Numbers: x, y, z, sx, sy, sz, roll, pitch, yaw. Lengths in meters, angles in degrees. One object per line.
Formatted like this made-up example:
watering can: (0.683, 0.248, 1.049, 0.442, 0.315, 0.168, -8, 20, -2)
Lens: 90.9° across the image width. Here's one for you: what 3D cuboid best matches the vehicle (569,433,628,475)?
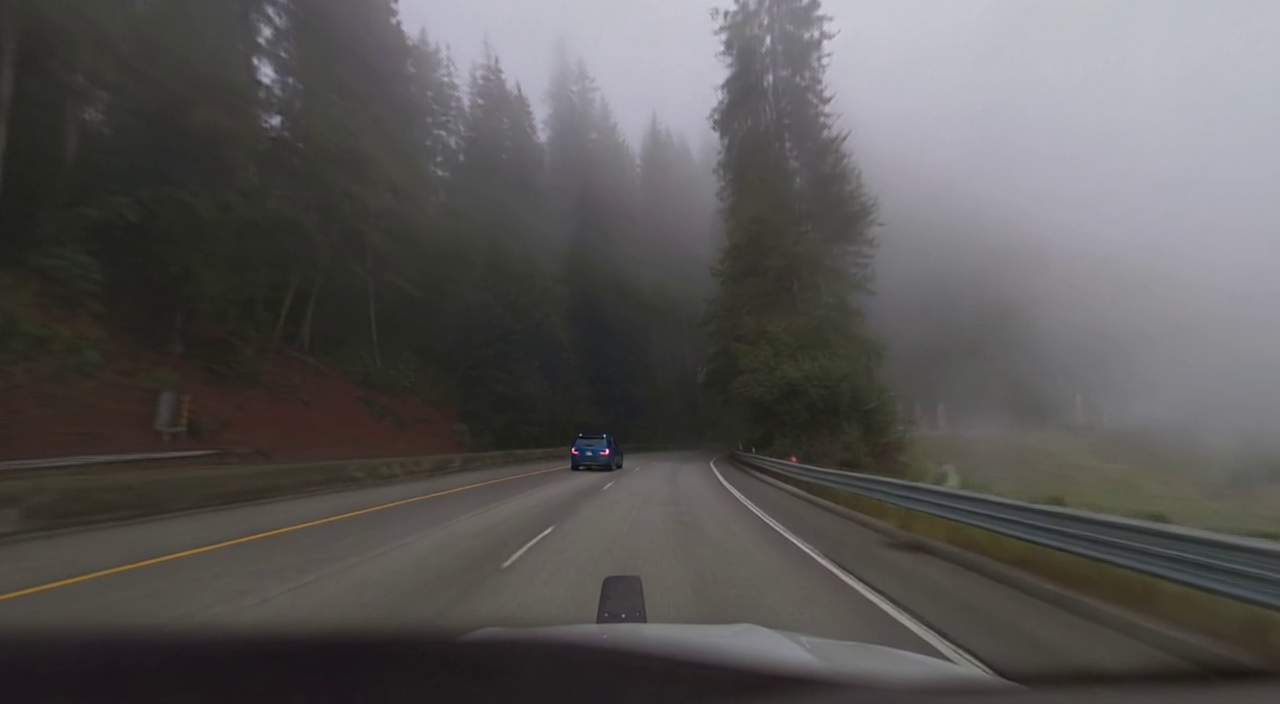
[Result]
vehicle: (-1.801, 4.671, 28.972, 2.005, 1.752, 4.479, -1, -8, 5)
